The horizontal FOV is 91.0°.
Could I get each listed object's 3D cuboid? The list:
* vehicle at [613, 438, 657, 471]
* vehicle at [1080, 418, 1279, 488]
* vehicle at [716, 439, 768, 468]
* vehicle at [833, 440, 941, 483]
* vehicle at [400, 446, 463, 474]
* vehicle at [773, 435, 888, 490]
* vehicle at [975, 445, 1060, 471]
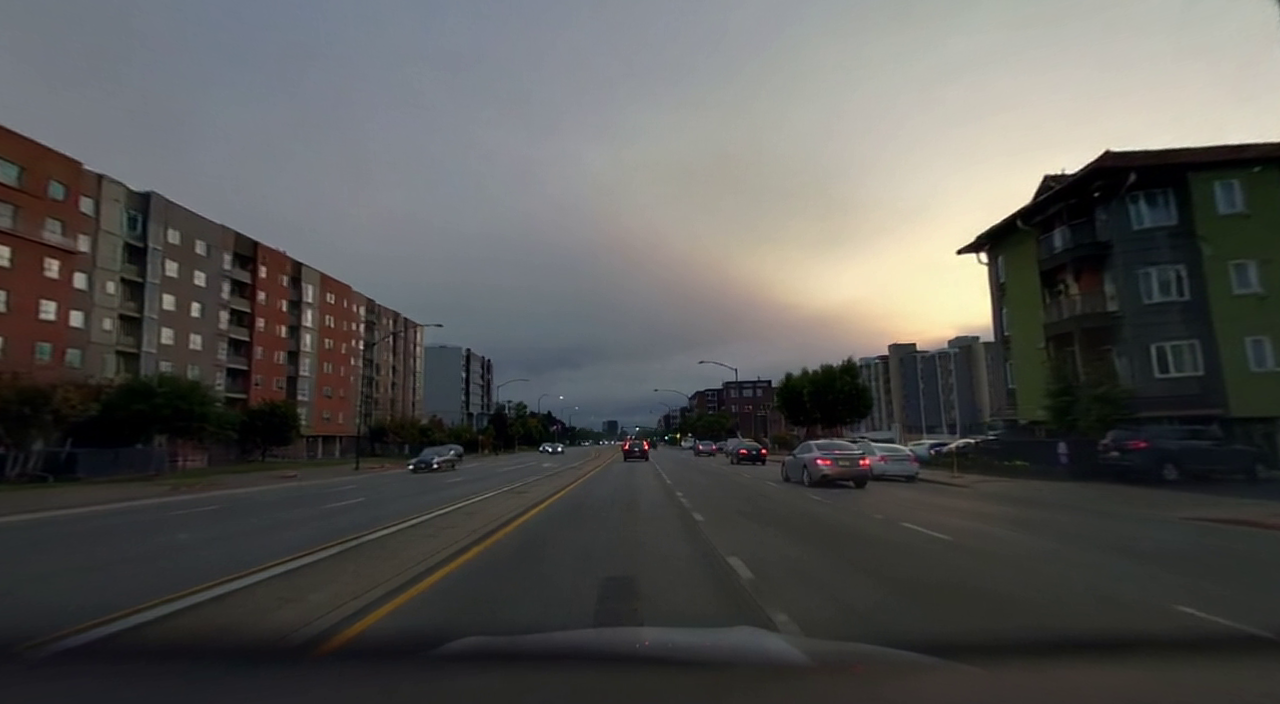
[{"bbox_3d":[-0.259,5.162,31.805,2.106,1.553,3.964,0,-9,-1],"label":"vehicle"},{"bbox_3d":[17.738,3.245,20.288,5.388,2.082,2.328,1,-9,-4],"label":"vehicle"},{"bbox_3d":[5.745,5.770,35.870,2.154,1.554,4.149,0,-9,-2],"label":"vehicle"},{"bbox_3d":[9.767,4.367,25.421,2.181,1.546,4.845,0,-9,-3],"label":"vehicle"},{"bbox_3d":[-11.546,6.003,35.231,1.897,1.466,4.566,0,-9,1],"label":"vehicle"},{"bbox_3d":[5.988,3.533,20.545,2.121,1.557,4.898,0,-9,-1],"label":"vehicle"},{"bbox_3d":[22.641,6.350,37.846,1.955,1.427,3.836,4,-10,-27],"label":"vehicle"}]
